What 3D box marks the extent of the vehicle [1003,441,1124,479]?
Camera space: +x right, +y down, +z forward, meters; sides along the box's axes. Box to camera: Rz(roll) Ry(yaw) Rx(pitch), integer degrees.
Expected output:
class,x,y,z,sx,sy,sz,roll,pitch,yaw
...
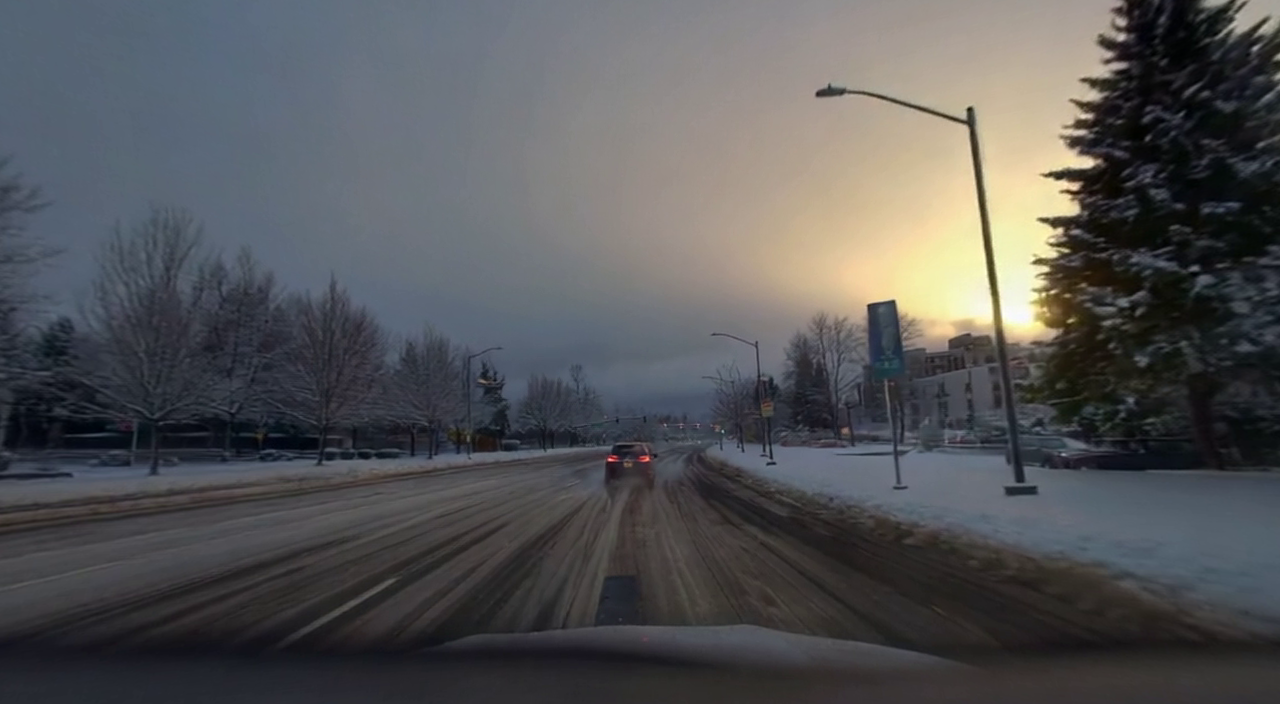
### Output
class,x,y,z,sx,sy,sz,roll,pitch,yaw
vehicle,17.516,4.470,26.471,1.857,1.441,4.721,0,-8,1

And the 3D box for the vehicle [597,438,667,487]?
class,x,y,z,sx,sy,sz,roll,pitch,yaw
vehicle,-0.193,3.708,21.503,2.133,1.481,4.276,0,-8,1

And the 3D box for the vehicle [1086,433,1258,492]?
class,x,y,z,sx,sy,sz,roll,pitch,yaw
vehicle,17.429,3.596,21.068,1.942,1.690,4.453,-2,-8,3
